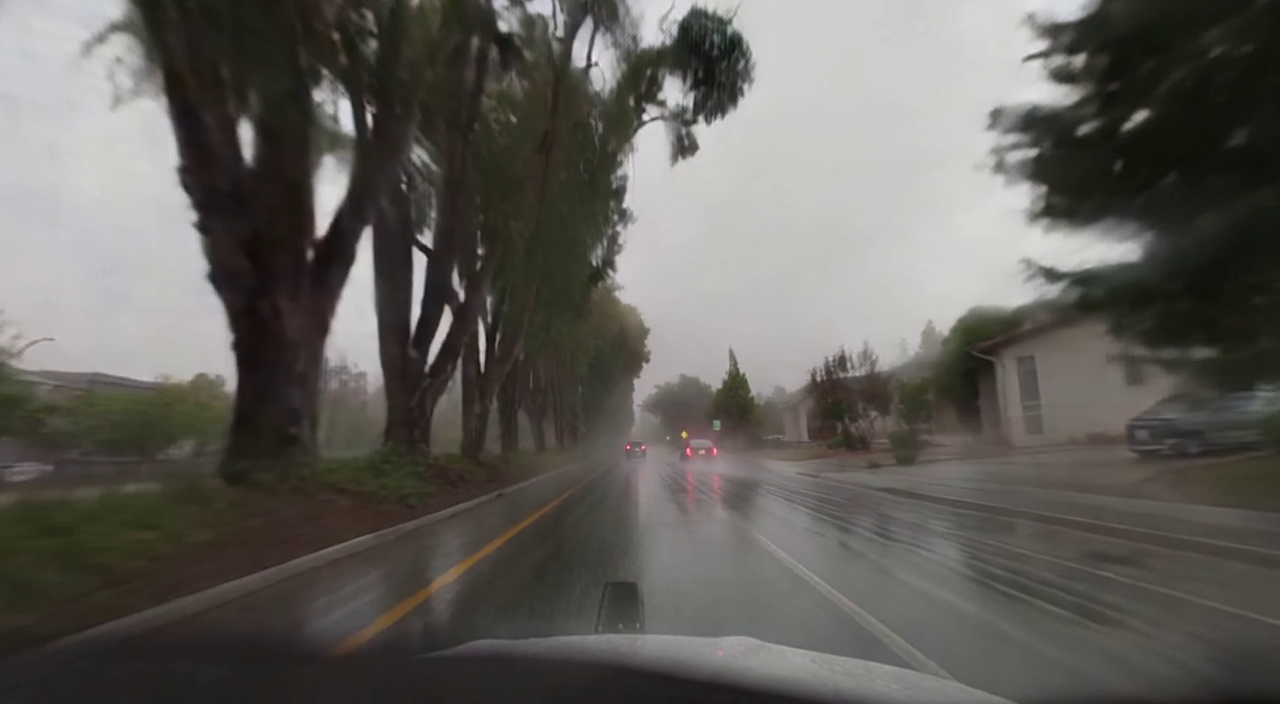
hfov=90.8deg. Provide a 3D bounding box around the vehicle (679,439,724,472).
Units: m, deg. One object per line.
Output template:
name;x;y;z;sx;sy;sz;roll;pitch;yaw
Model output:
vehicle;3.249;5.558;34.068;1.888;1.640;4.044;0;-8;-2
